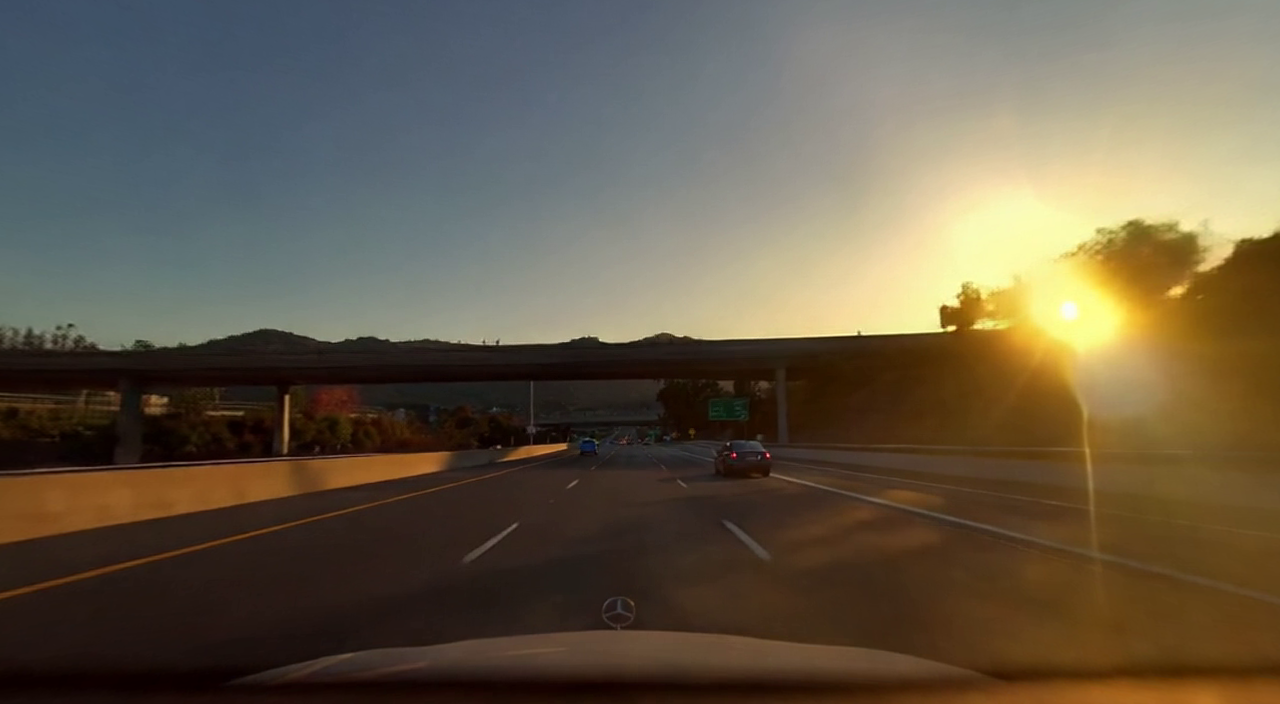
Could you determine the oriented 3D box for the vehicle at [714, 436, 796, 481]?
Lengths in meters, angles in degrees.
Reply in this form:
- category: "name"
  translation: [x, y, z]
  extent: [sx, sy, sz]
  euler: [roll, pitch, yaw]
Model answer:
- category: "vehicle"
  translation: [4.076, 3.867, 23.157]
  extent: [2.060, 1.485, 4.274]
  euler: [0, -9, -2]
